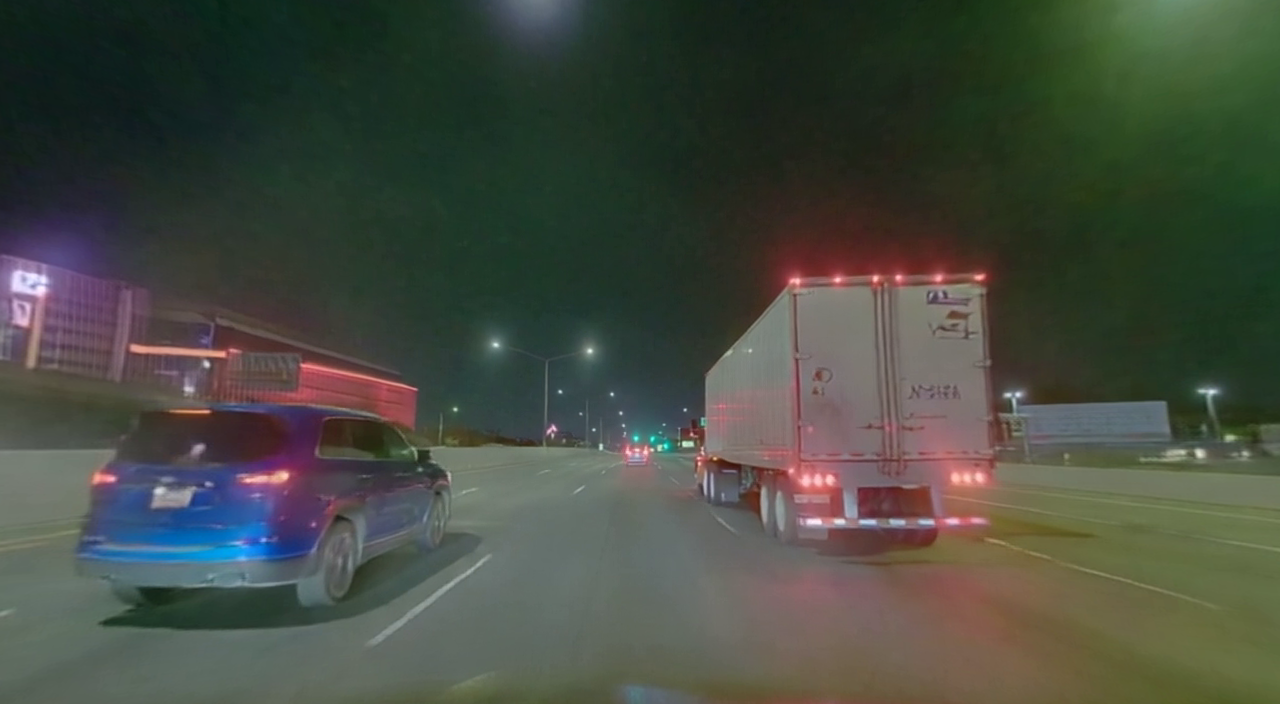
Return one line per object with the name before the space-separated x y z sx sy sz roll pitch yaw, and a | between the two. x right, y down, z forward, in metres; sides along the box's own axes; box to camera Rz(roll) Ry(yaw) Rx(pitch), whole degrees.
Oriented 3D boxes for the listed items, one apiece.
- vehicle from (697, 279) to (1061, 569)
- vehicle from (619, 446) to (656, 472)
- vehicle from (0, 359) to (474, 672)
vehicle | 3.175 1.585 12.717 2.934 3.325 10.986 0 -9 -1
vehicle | -0.151 6.010 35.761 1.929 1.395 3.999 0 -8 0
vehicle | -3.356 1.287 6.070 2.229 1.806 4.698 0 -9 0
